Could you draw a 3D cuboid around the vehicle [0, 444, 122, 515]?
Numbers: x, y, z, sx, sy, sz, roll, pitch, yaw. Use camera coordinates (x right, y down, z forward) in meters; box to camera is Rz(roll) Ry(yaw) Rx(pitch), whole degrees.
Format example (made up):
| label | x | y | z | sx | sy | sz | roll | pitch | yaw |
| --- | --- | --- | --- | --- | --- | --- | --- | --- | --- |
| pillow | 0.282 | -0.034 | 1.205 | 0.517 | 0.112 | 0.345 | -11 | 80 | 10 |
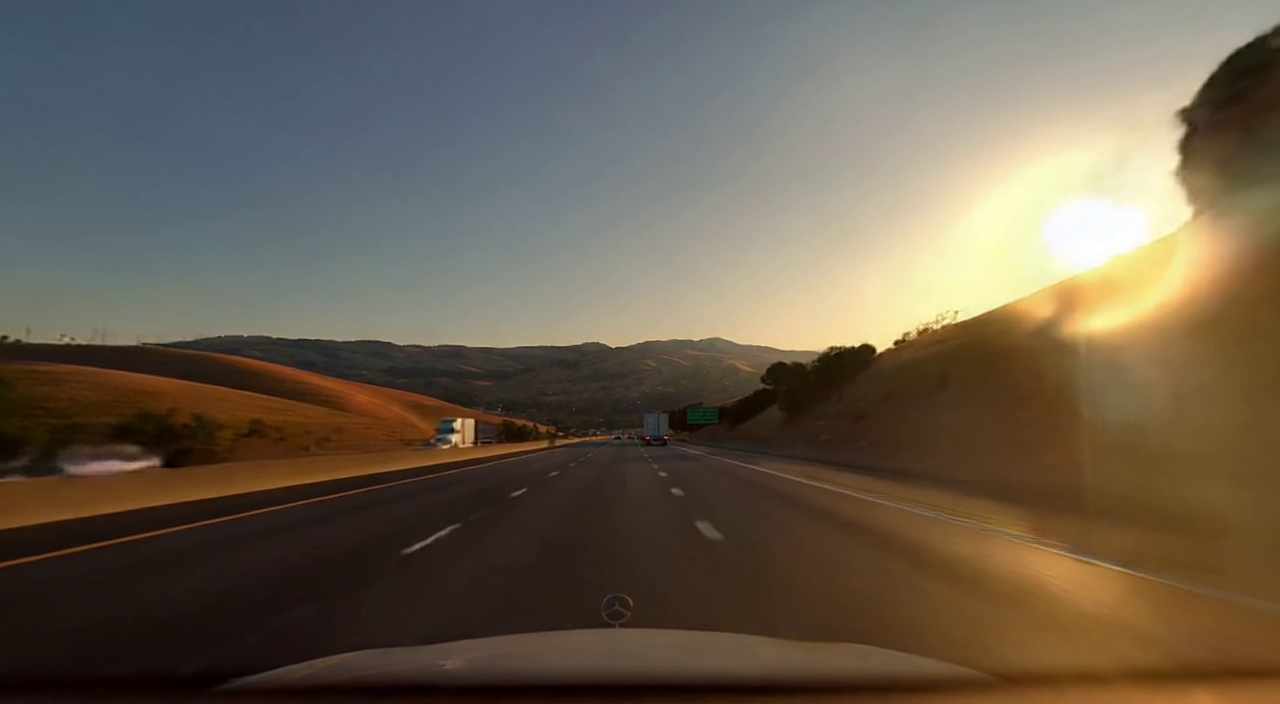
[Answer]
| label | x | y | z | sx | sy | sz | roll | pitch | yaw |
| --- | --- | --- | --- | --- | --- | --- | --- | --- | --- |
| vehicle | -15.316 | 3.040 | 15.207 | 1.868 | 1.545 | 4.366 | 0 | -8 | -1 |
